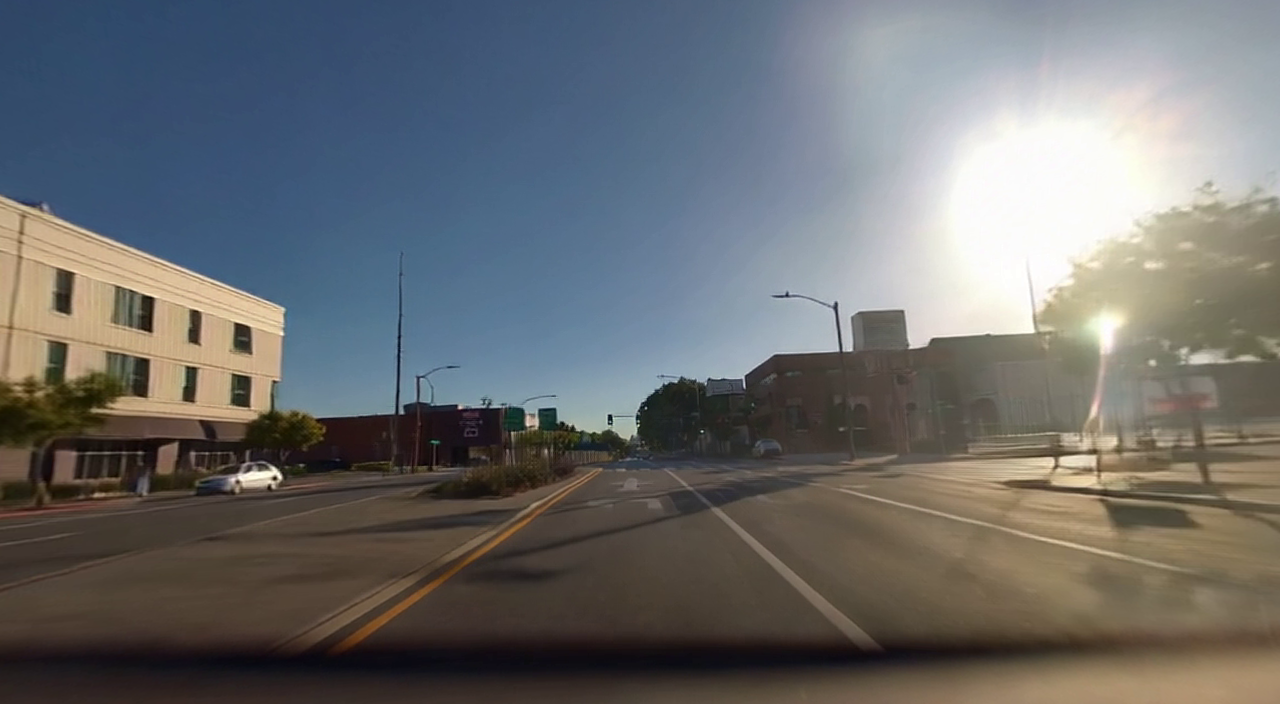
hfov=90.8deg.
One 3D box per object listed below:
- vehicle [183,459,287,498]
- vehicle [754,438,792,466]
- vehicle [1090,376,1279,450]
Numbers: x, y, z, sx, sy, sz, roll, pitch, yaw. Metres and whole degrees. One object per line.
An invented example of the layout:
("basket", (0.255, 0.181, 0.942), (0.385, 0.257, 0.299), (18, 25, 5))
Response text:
("vehicle", (-19.334, 6.043, 30.432), (2.010, 1.504, 4.820), (-5, -10, -2))
("vehicle", (10.076, 7.645, 48.214), (2.101, 1.957, 4.718), (-1, -10, 3))
("vehicle", (25.895, 2.937, 29.737), (6.866, 3.124, 2.718), (-3, -9, 8))
